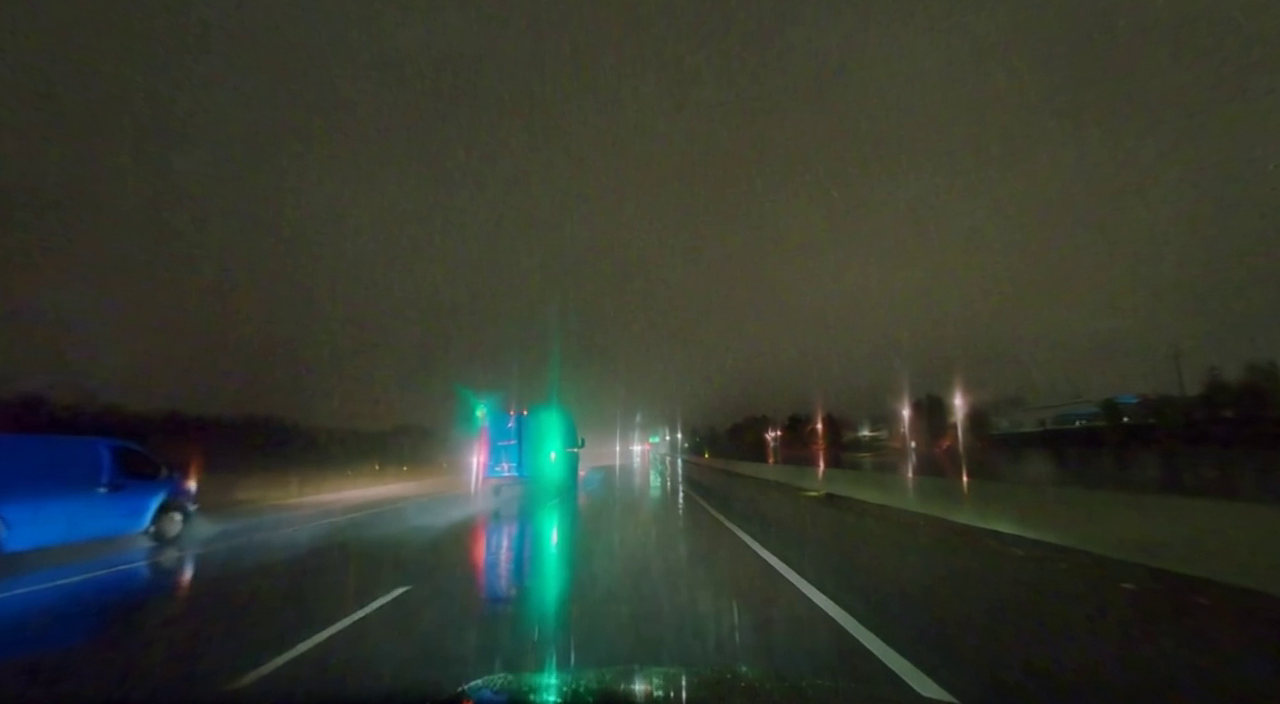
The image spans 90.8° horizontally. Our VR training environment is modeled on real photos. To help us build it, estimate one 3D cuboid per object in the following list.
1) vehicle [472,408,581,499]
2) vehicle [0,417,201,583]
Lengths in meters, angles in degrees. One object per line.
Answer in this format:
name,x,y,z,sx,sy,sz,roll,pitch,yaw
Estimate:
vehicle,-3.474,3.321,20.805,2.437,2.565,5.829,0,-9,1
vehicle,-7.579,1.613,7.097,2.164,1.664,4.252,0,-9,0
